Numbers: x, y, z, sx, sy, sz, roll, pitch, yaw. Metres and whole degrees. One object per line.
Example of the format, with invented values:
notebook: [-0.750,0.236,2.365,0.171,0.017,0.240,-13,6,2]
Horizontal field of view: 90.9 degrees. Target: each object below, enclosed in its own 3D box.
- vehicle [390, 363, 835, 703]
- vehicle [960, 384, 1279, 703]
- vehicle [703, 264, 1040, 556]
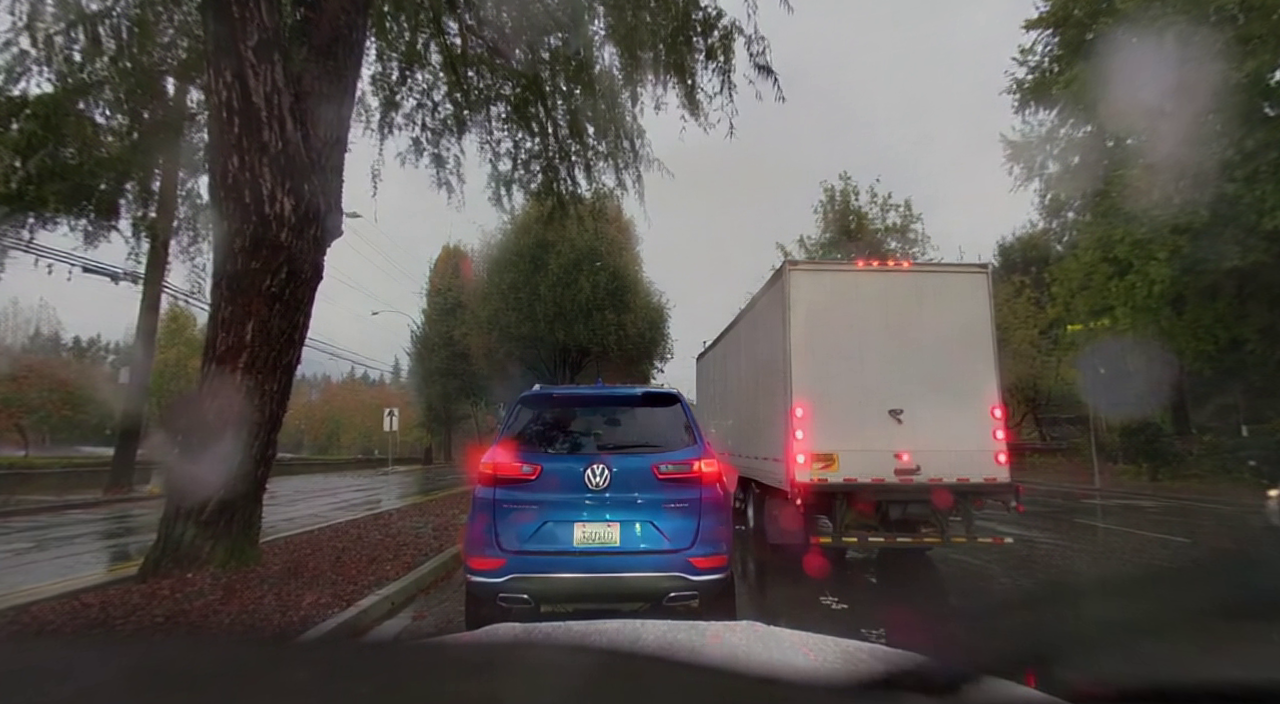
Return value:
vehicle: [-0.126,1.229,5.199,2.114,1.732,4.230,0,-8,0]
vehicle: [2.829,0.746,1.195,1.971,1.484,4.728,0,-8,0]
vehicle: [3.219,1.292,12.095,2.915,3.559,8.848,0,-8,-1]
